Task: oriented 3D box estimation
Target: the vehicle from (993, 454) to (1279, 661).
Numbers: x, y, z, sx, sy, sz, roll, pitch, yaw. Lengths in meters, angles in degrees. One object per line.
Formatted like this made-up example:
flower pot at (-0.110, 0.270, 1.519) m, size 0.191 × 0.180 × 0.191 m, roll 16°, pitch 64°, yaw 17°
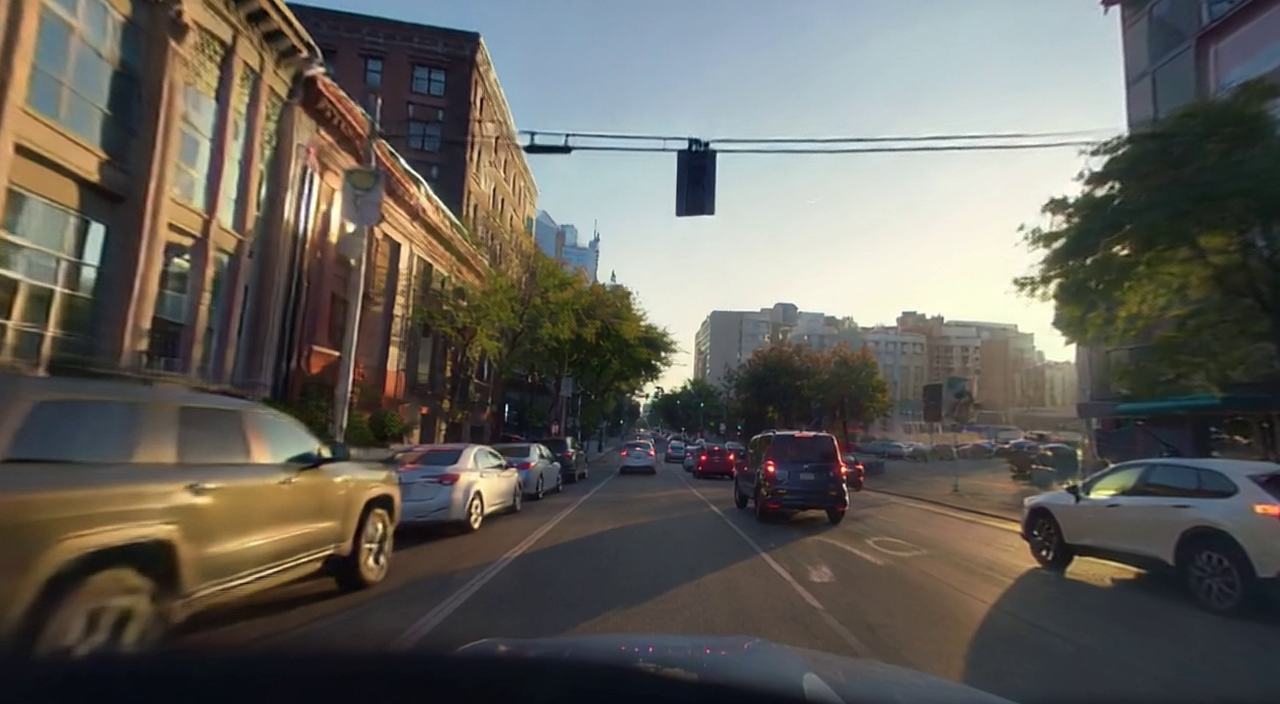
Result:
vehicle at (6.233, 2.036, 7.289) m, size 1.913 × 1.624 × 4.116 m, roll 0°, pitch -8°, yaw 2°

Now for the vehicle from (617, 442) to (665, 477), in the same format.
vehicle at (0.050, 4.759, 28.089) m, size 2.007 × 1.460 × 3.923 m, roll 0°, pitch -8°, yaw 0°

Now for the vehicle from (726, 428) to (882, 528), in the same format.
vehicle at (3.134, 2.506, 13.143) m, size 2.002 × 1.707 × 4.547 m, roll 0°, pitch -8°, yaw 0°

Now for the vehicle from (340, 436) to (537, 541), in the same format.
vehicle at (-3.235, 2.272, 11.172) m, size 1.863 × 1.466 × 4.416 m, roll 0°, pitch -8°, yaw 3°

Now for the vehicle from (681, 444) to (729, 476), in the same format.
vehicle at (3.230, 5.456, 32.071) m, size 1.966 × 1.475 × 4.528 m, roll 0°, pitch -8°, yaw 0°

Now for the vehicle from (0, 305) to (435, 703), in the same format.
vehicle at (-3.404, 1.051, 4.318) m, size 2.142 × 1.832 × 5.373 m, roll 0°, pitch -8°, yaw 0°
